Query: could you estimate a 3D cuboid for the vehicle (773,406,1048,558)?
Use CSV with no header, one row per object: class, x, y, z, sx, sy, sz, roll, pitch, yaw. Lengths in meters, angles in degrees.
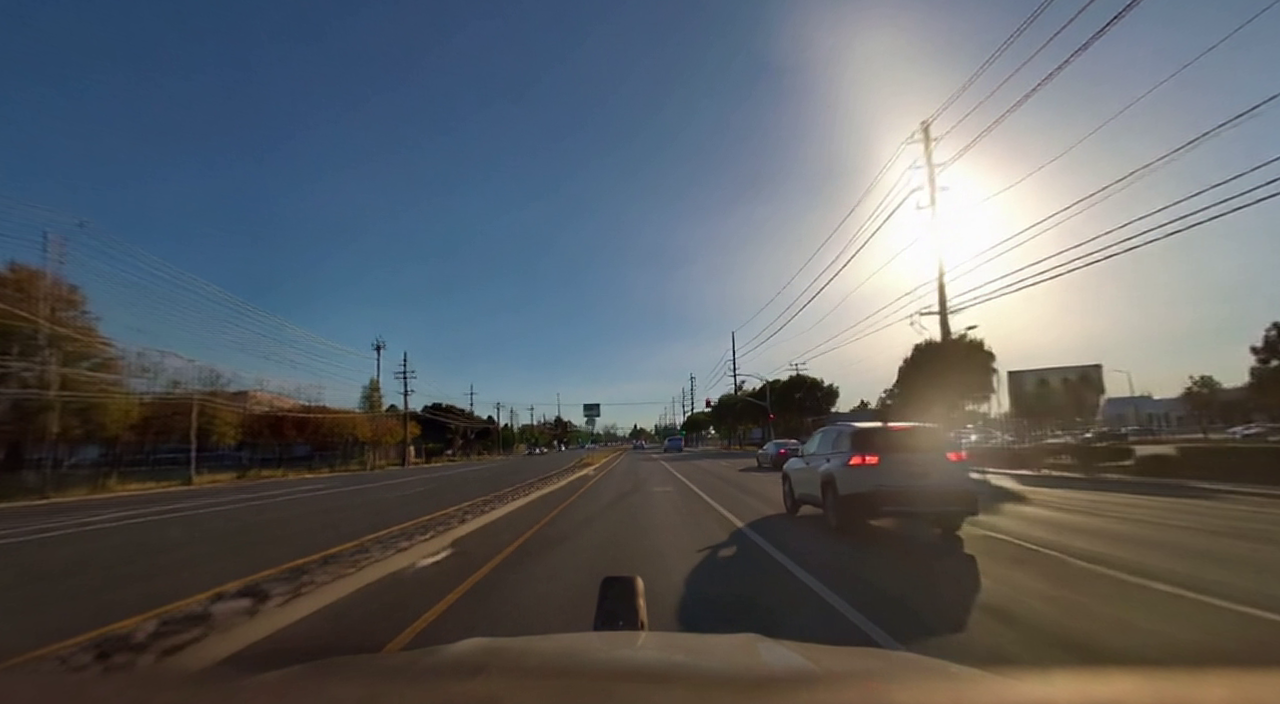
vehicle,3.445,1.739,9.119,2.078,1.668,4.078,0,-8,-1
